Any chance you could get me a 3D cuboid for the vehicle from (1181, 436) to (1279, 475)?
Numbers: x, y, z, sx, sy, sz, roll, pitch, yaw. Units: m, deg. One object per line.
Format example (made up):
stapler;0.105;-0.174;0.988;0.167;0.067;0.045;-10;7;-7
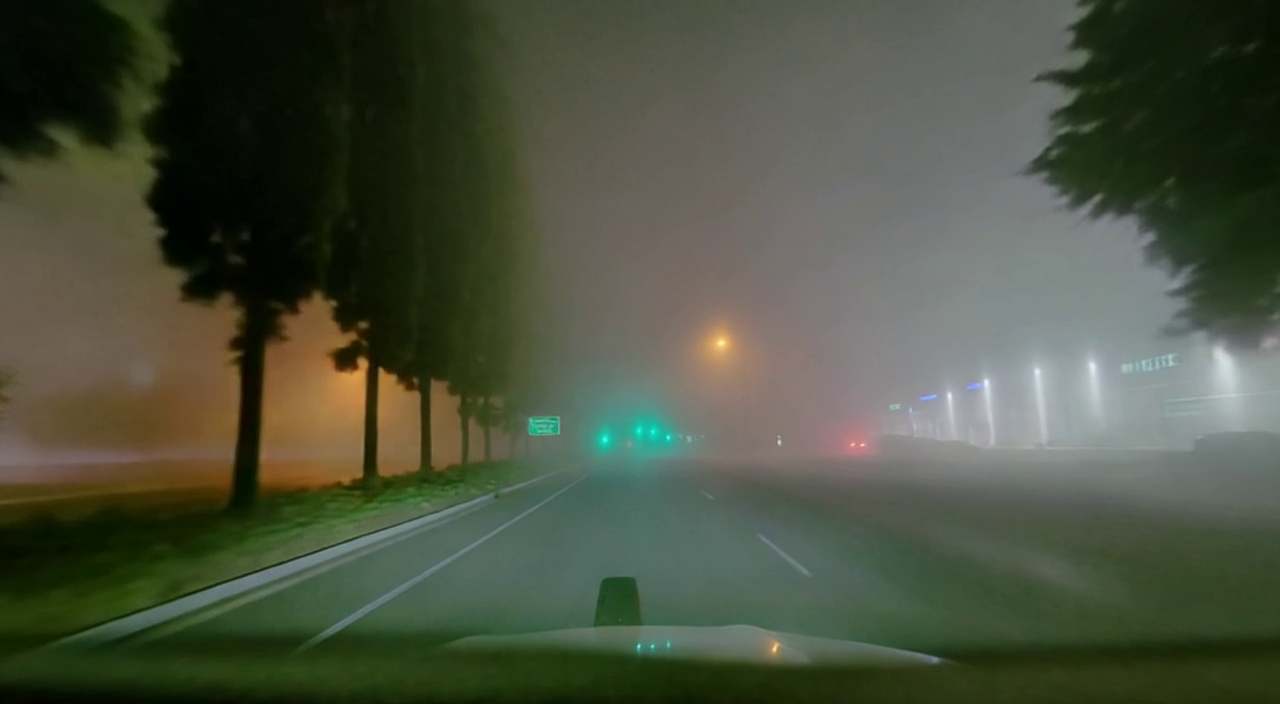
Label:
vehicle;24.575;4.185;25.701;1.579;1.419;3.726;-2;-9;-4
